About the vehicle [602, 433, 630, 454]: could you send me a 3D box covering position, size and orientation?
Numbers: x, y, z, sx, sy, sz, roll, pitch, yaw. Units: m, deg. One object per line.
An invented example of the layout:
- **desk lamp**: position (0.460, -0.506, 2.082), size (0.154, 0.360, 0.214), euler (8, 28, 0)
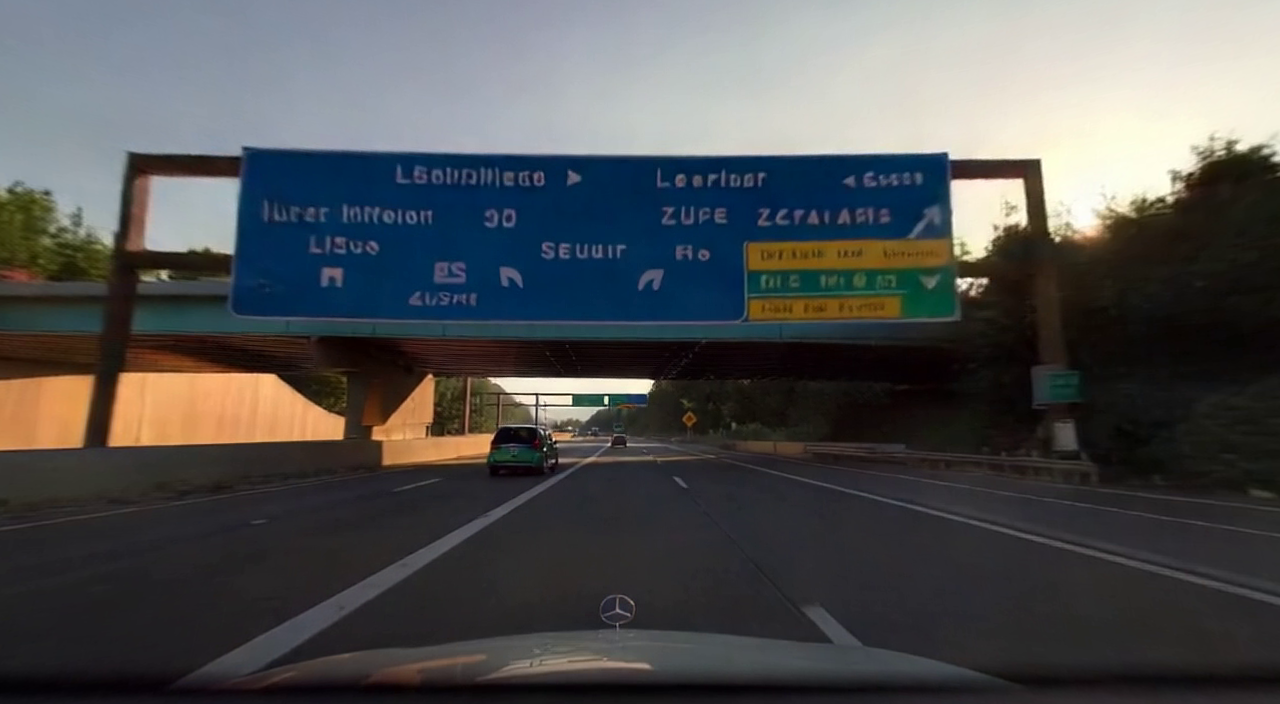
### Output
- **vehicle**: position (-1.796, 6.829, 47.180), size (2.000, 1.491, 3.913), euler (0, -8, -2)
